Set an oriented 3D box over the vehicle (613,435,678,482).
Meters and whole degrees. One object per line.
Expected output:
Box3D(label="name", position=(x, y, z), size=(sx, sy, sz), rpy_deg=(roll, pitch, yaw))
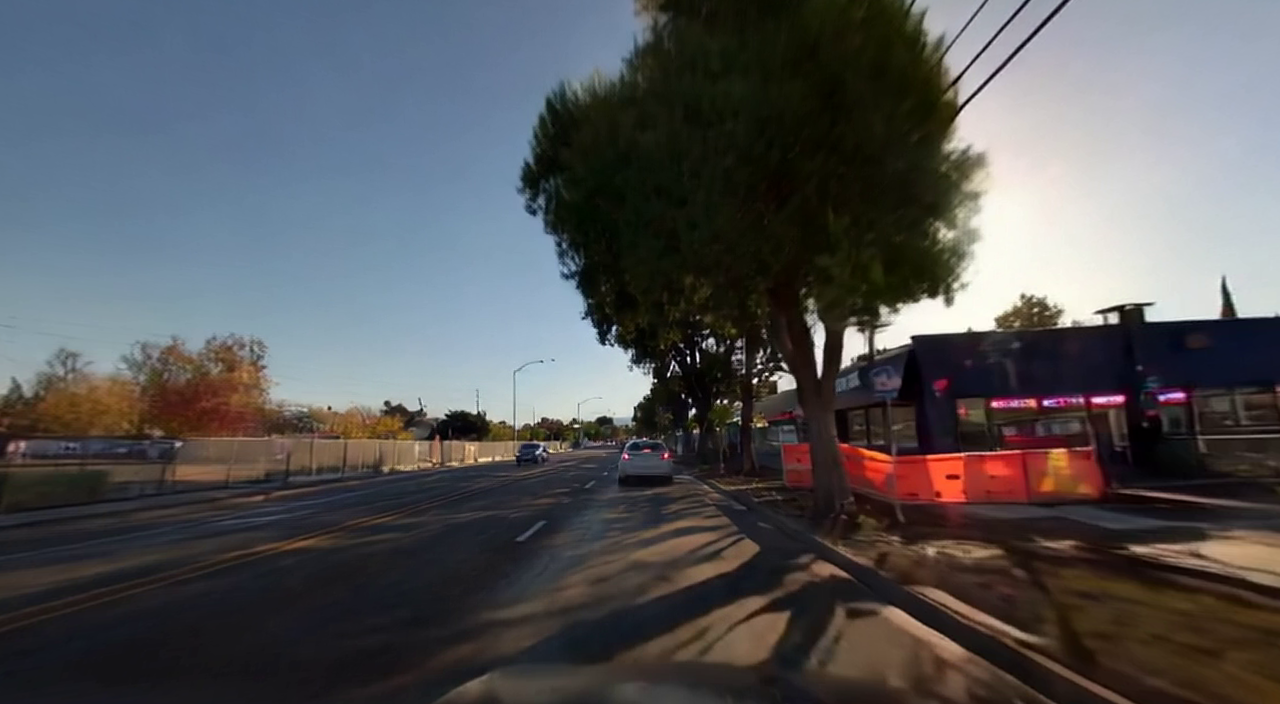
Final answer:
Box3D(label="vehicle", position=(0.164, 3.821, 22.789), size=(2.144, 1.514, 4.063), rpy_deg=(0, -8, 0))
